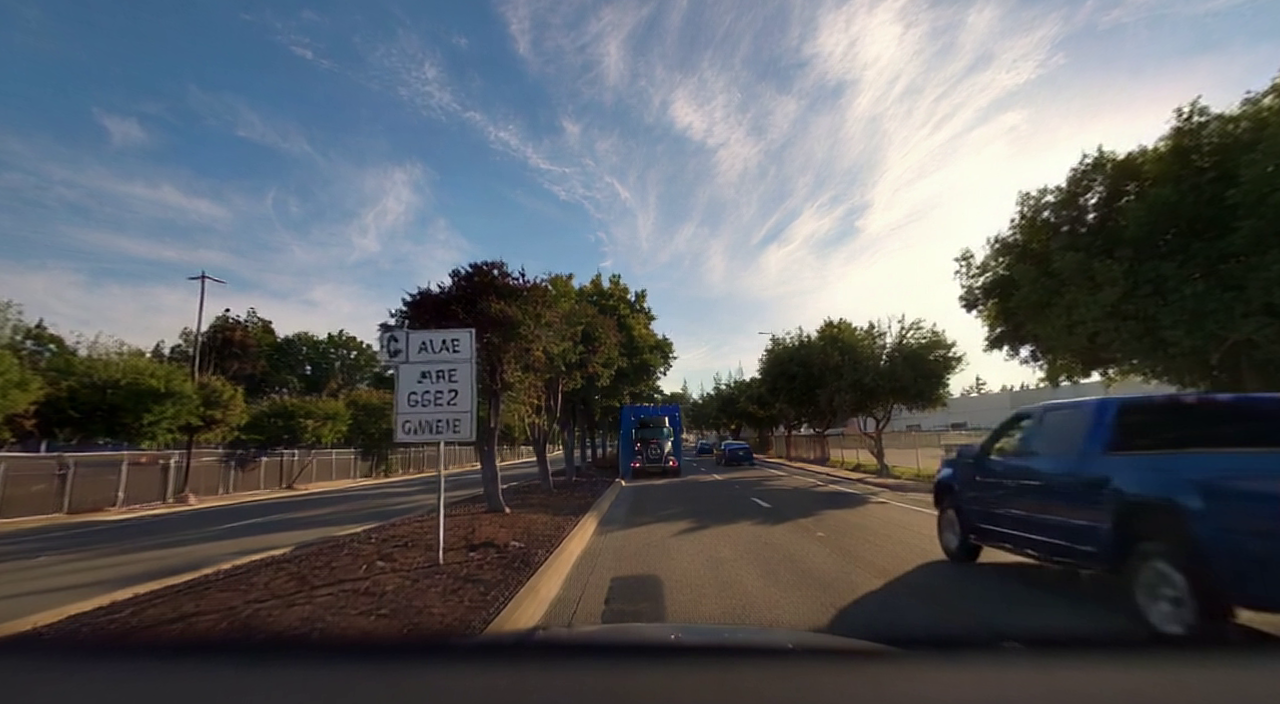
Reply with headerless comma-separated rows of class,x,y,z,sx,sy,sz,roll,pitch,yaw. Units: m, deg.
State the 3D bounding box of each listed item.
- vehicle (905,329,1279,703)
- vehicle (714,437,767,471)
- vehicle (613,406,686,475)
vehicle,4.239,1.087,4.682,2.375,1.857,5.100,0,-8,1
vehicle,5.324,5.461,33.944,2.076,1.661,4.524,0,-8,0
vehicle,0.531,4.376,31.024,3.197,2.963,7.055,0,-8,2
